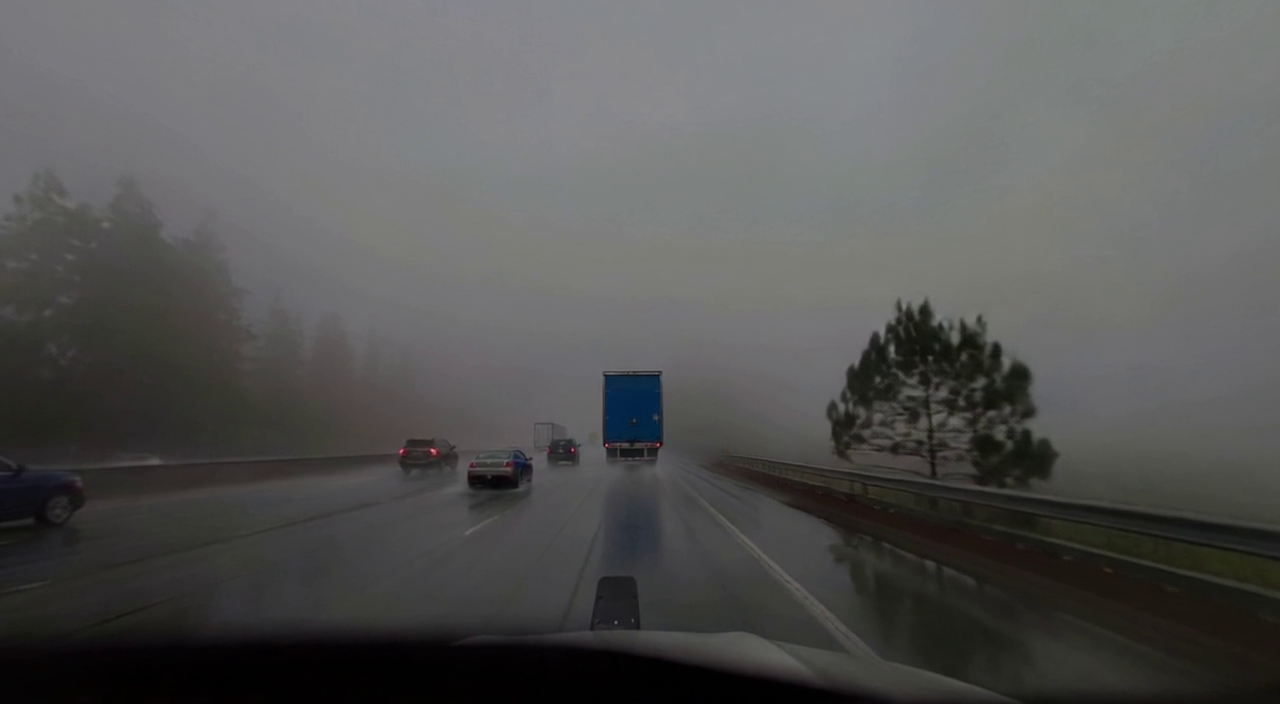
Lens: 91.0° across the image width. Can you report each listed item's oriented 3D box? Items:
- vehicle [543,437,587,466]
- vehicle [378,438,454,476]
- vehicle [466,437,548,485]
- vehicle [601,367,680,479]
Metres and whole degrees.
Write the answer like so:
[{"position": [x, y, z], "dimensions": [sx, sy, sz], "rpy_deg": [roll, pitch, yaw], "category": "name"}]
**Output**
[{"position": [-4.553, 6.089, 38.790], "dimensions": [2.158, 1.680, 4.087], "rpy_deg": [0, -8, 0], "category": "vehicle"}, {"position": [-10.211, 4.801, 29.039], "dimensions": [1.952, 1.590, 4.090], "rpy_deg": [0, -8, 1], "category": "vehicle"}, {"position": [-4.835, 4.003, 23.474], "dimensions": [2.164, 1.582, 3.979], "rpy_deg": [0, -8, 0], "category": "vehicle"}, {"position": [-0.222, 3.371, 28.739], "dimensions": [2.913, 4.113, 10.724], "rpy_deg": [0, -8, -2], "category": "vehicle"}]
